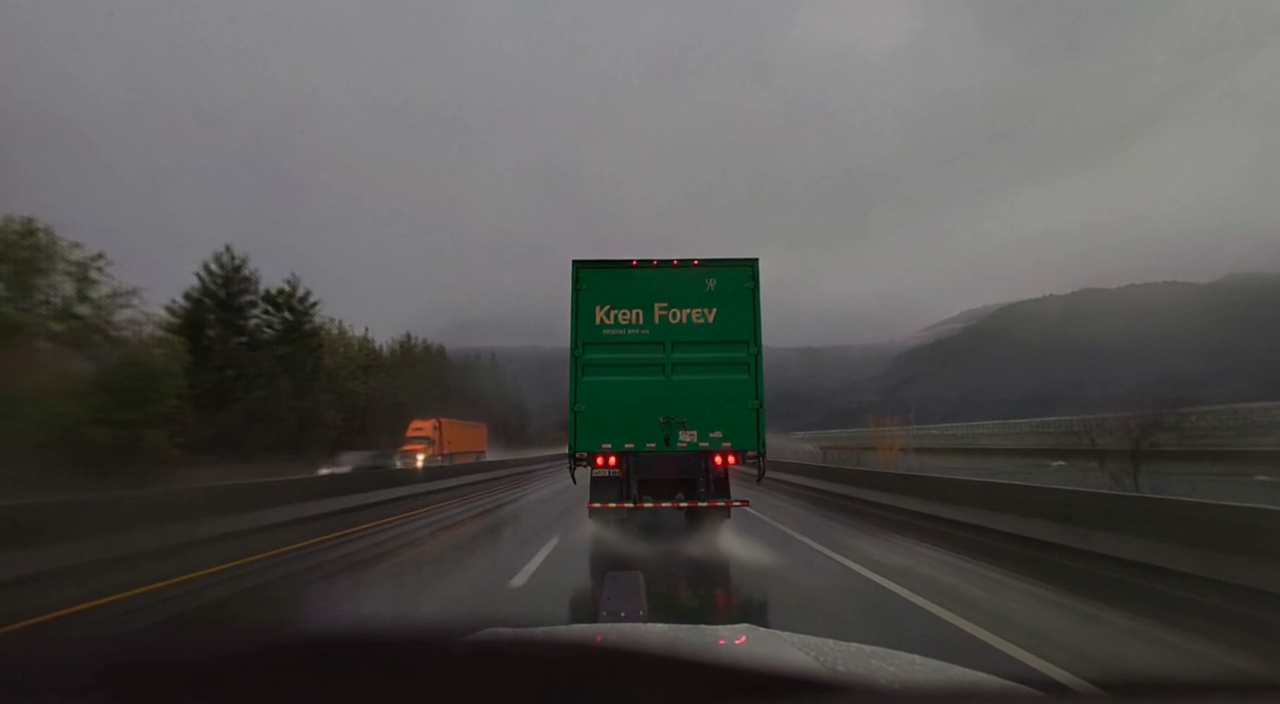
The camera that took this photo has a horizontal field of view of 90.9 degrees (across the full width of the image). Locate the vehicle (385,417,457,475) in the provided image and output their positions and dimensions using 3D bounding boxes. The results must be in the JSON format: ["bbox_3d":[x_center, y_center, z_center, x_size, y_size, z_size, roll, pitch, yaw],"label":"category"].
[{"bbox_3d":[-16.041,6.971,46.661,2.997,3.998,5.894,0,-9,1],"label":"vehicle"}]

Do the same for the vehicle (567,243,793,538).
[{"bbox_3d":[0.514,1.616,16.439,3.230,4.377,14.405,0,-9,0],"label":"vehicle"}]
